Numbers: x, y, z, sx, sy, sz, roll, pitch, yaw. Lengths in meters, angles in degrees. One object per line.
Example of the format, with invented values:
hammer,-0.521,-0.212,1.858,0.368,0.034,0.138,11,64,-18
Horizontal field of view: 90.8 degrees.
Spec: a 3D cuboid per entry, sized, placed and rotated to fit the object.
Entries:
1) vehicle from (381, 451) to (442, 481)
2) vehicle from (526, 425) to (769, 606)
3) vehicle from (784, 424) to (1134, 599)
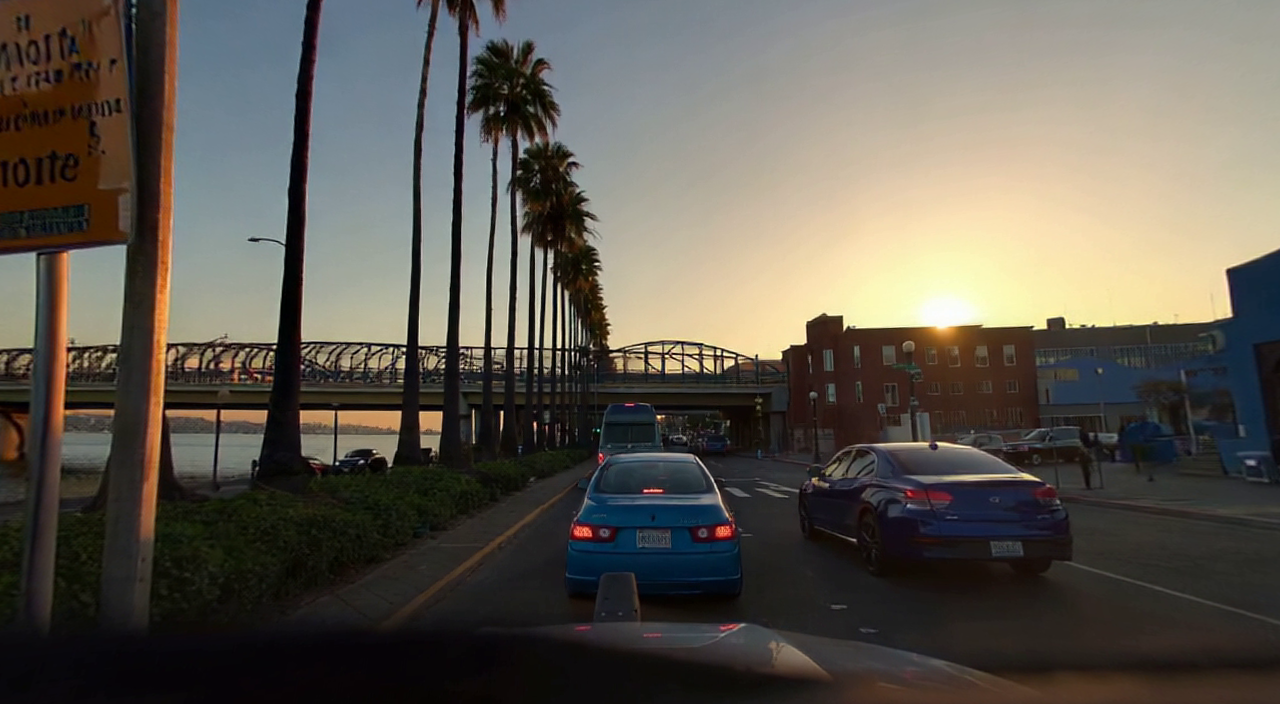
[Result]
vehicle,-14.952,7.474,41.705,2.104,1.802,4.852,0,-9,1
vehicle,0.060,1.667,7.256,2.048,1.503,3.681,0,-9,0
vehicle,3.273,1.716,7.727,1.920,1.490,4.417,0,-9,-1
